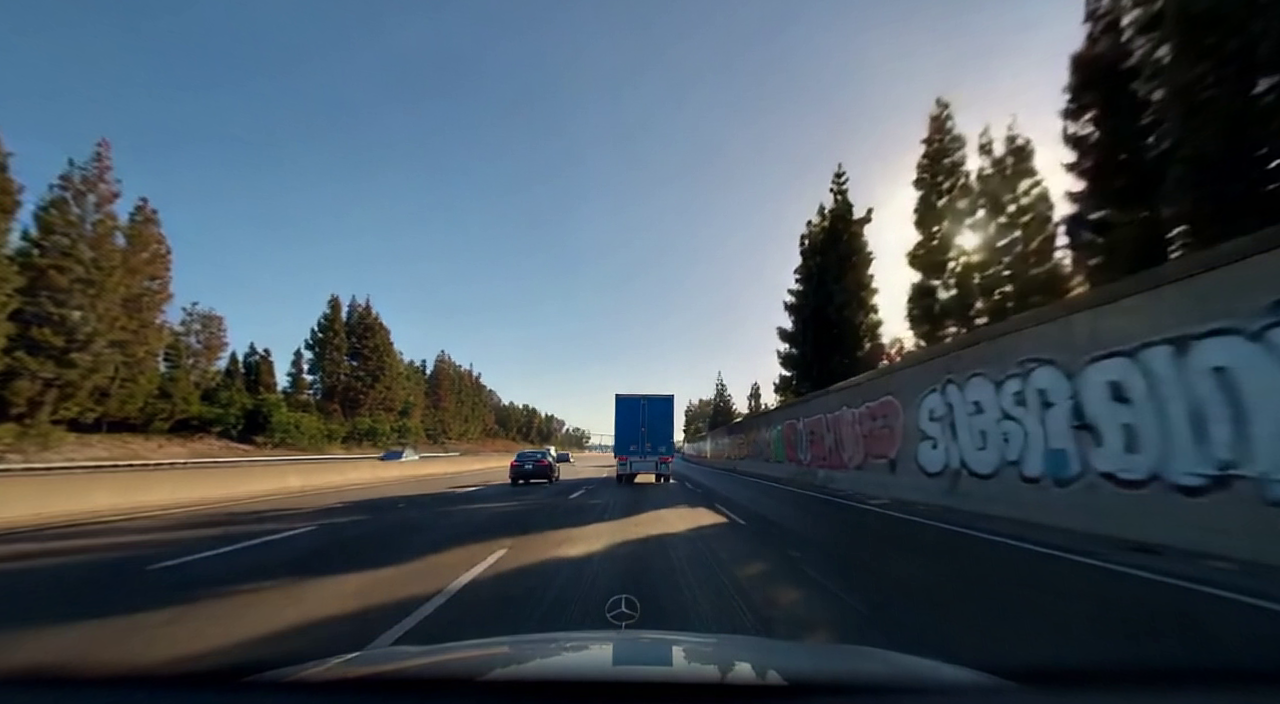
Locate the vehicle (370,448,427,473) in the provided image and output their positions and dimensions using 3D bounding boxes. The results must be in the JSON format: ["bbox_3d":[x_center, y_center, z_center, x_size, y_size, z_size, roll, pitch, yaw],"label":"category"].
[{"bbox_3d":[-14.577,6.572,38.258,1.785,1.439,4.008,0,-9,0],"label":"vehicle"}]

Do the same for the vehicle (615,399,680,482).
[{"bbox_3d":[0.219,4.703,33.107,2.915,3.661,9.741,0,-9,-1],"label":"vehicle"}]

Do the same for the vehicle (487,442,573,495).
[{"bbox_3d":[-3.464,3.760,20.634,2.020,1.505,4.171,0,-9,1],"label":"vehicle"}]
